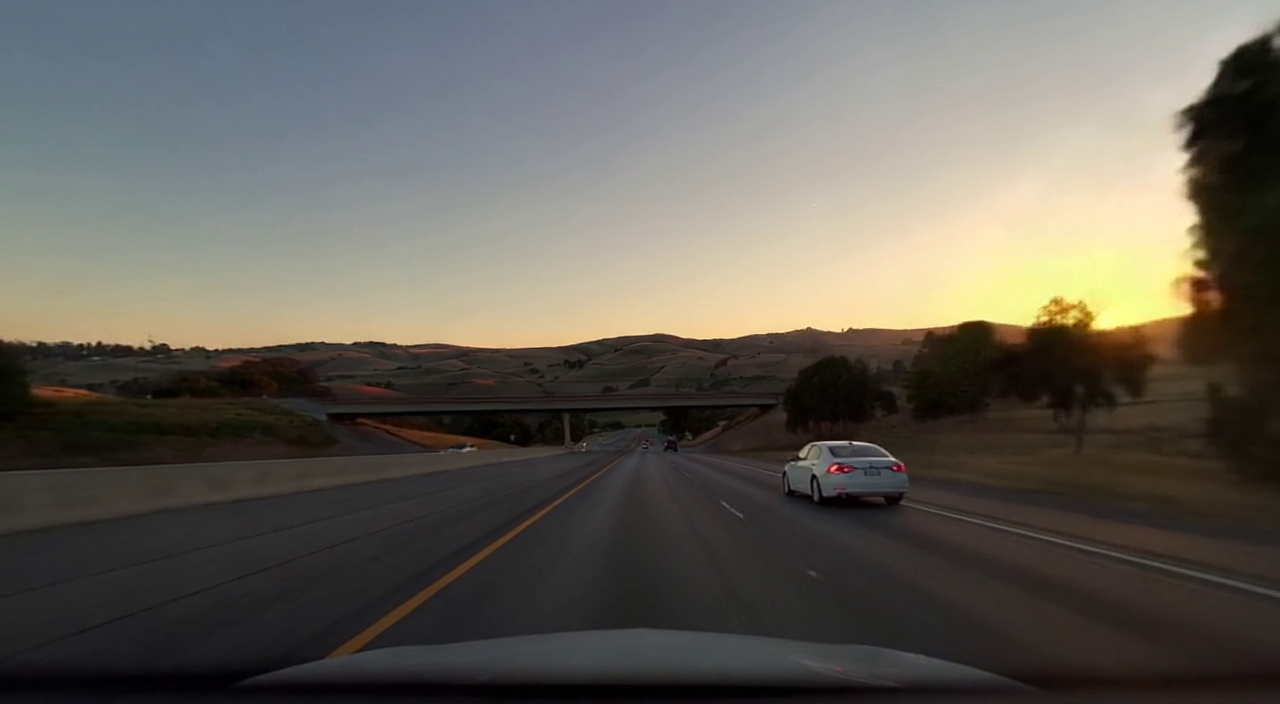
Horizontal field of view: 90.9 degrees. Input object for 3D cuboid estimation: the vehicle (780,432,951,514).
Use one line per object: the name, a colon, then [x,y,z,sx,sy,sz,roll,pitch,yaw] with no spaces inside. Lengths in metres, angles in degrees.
vehicle: [4.695,2.591,14.057,2.027,1.487,4.718,0,-8,-1]
